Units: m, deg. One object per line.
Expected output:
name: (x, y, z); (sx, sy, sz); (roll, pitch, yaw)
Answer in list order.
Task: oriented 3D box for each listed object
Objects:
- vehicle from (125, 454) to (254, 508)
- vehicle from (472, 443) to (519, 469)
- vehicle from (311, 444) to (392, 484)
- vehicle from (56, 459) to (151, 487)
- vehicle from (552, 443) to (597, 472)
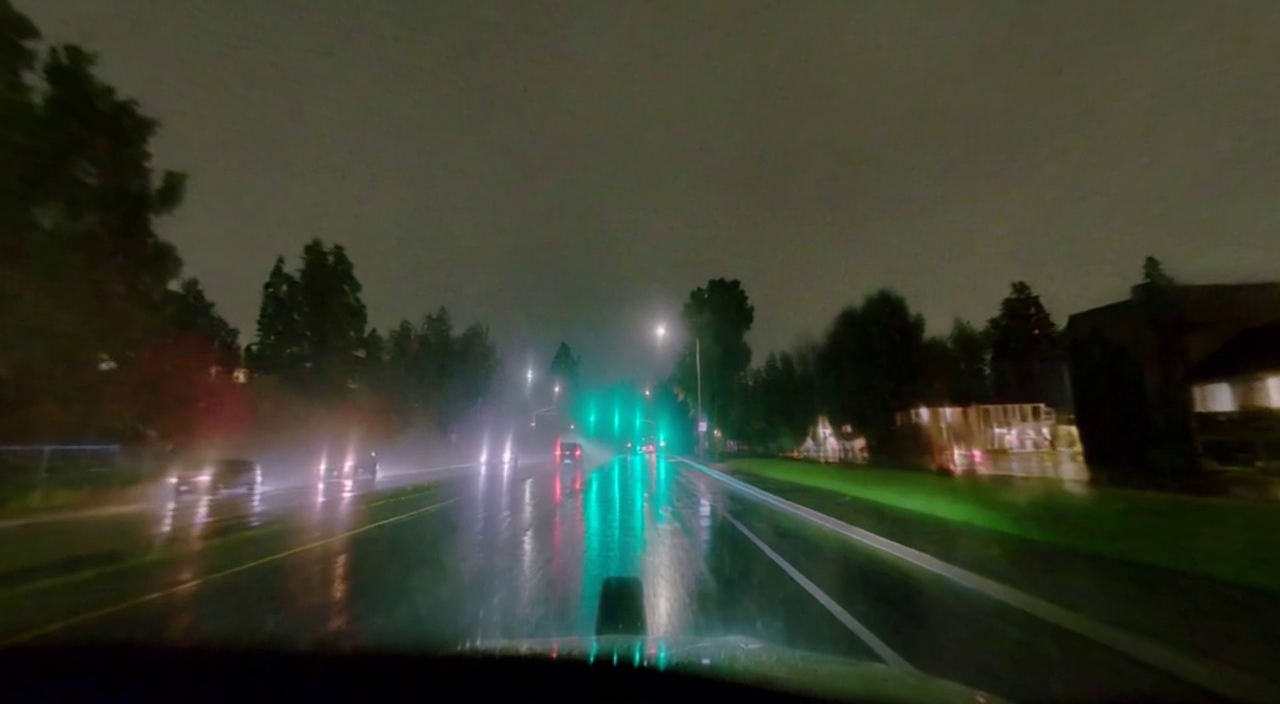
vehicle: (-17.518, 4.980, 24.889); (1.948, 1.602, 4.544); (-4, -7, -3)
vehicle: (-10.147, 7.330, 44.722); (2.168, 1.703, 4.753); (0, -8, 1)
vehicle: (-17.444, 6.752, 38.530); (2.255, 1.987, 5.723); (-4, -7, 1)
vehicle: (-29.854, 6.710, 35.185); (4.066, 1.437, 1.955); (-3, -8, 15)
vehicle: (-3.494, 5.699, 34.441); (1.992, 1.447, 4.044); (0, -8, 0)
